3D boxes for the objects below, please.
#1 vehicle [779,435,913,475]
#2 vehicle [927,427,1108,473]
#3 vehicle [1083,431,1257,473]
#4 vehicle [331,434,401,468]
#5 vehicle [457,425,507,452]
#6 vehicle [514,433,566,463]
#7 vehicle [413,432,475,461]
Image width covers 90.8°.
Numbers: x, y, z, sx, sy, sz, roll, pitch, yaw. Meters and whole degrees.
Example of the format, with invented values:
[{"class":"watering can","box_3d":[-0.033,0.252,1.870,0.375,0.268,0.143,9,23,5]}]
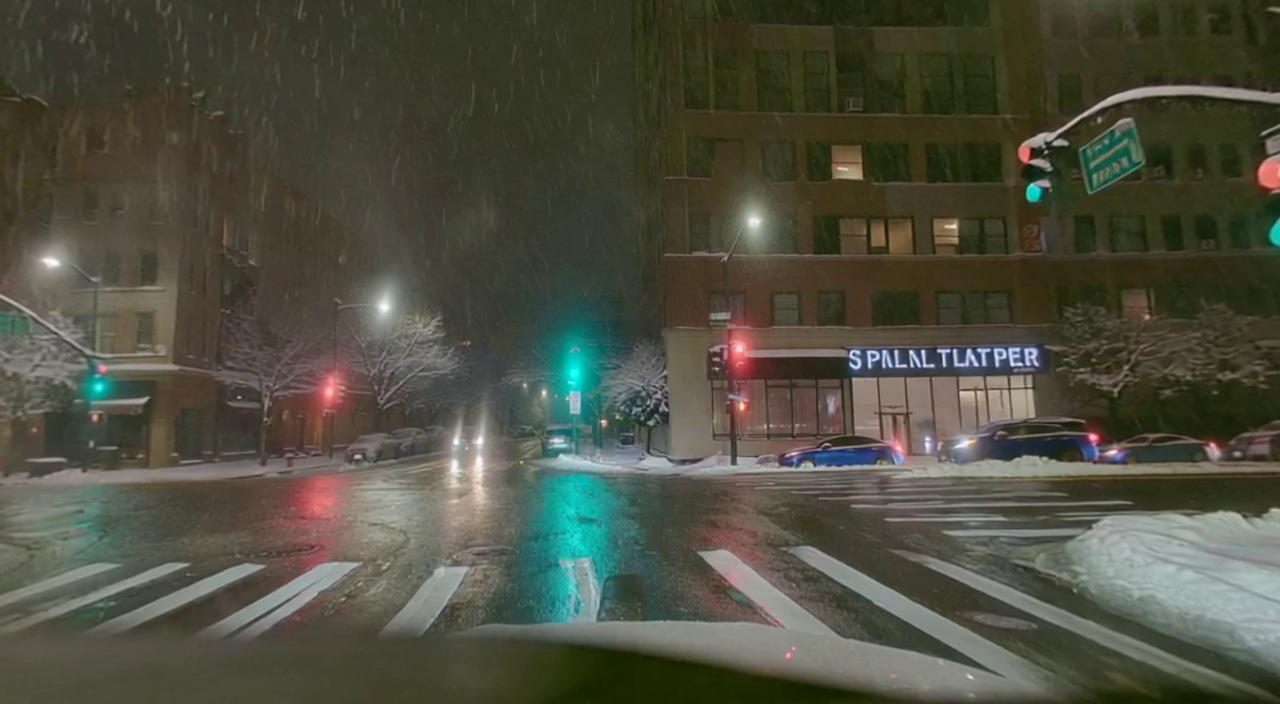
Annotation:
[{"class":"vehicle","box_3d":[7.703,3.897,23.970,4.426,1.446,1.795,0,-8,0]},{"class":"vehicle","box_3d":[14.049,3.668,23.789,5.420,1.609,2.063,0,-8,1]},{"class":"vehicle","box_3d":[19.627,3.714,23.553,4.782,1.455,1.936,0,-8,-2]},{"class":"vehicle","box_3d":[-15.174,5.455,35.263,1.933,1.461,4.393,-5,-5,0]},{"class":"vehicle","box_3d":[-10.868,6.051,43.853,2.181,1.723,4.692,0,-8,1]},{"class":"vehicle","box_3d":[-5.225,5.082,33.440,1.892,1.481,4.365,-1,-8,2]},{"class":"vehicle","box_3d":[-10.607,5.151,34.543,2.119,1.485,4.472,0,-8,-2]}]
